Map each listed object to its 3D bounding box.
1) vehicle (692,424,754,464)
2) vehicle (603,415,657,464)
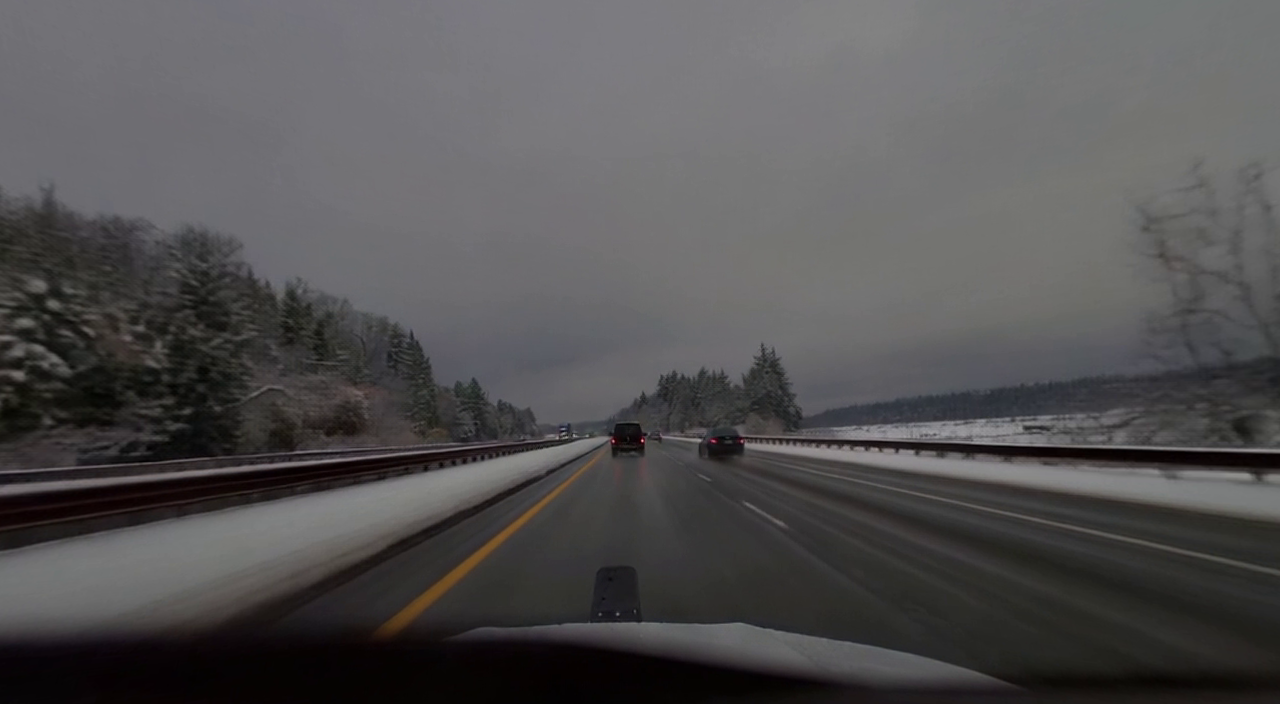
[{"bbox_3d":[3.505,3.966,27.324,1.981,1.606,3.956,0,-8,-2],"label":"vehicle"},{"bbox_3d":[-0.497,4.014,28.929,2.270,2.044,4.633,0,-8,-2],"label":"vehicle"}]
